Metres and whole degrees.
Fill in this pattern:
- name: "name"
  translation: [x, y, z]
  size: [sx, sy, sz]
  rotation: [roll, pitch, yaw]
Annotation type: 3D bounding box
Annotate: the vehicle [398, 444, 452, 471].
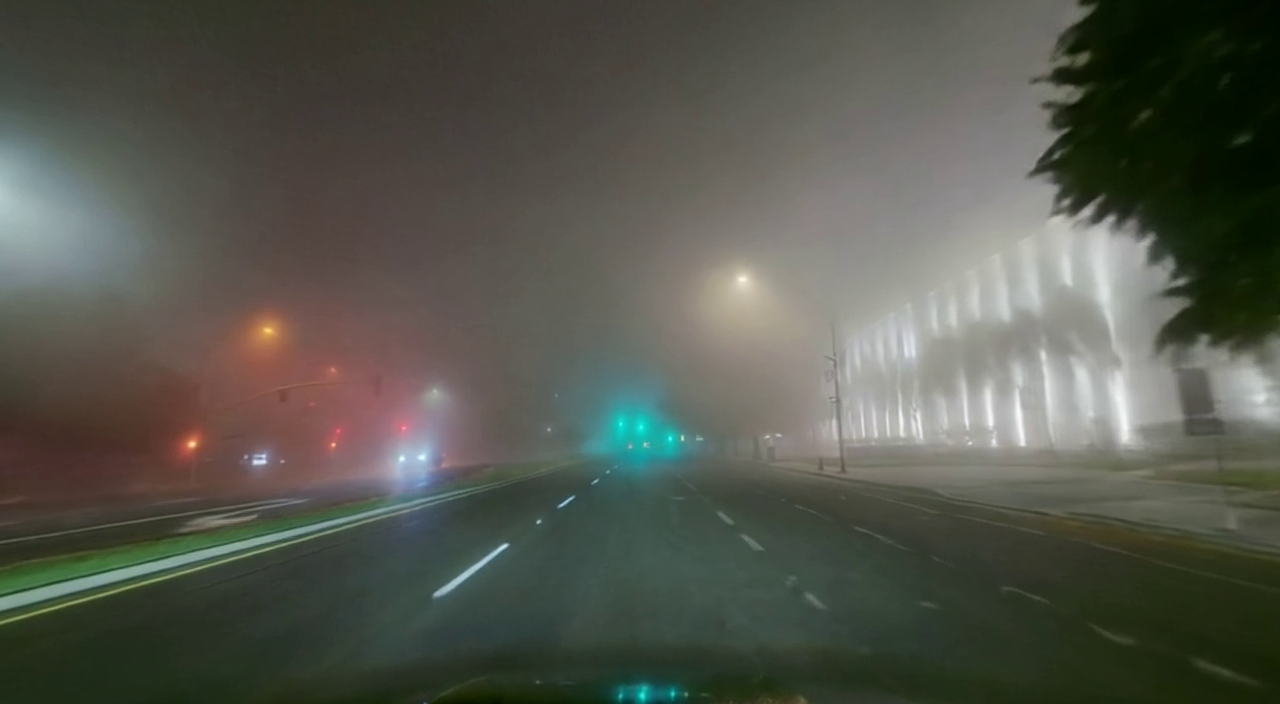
- name: "vehicle"
  translation: [-14.639, 7.213, 43.046]
  size: [1.936, 1.718, 4.643]
  rotation: [0, -8, 1]
